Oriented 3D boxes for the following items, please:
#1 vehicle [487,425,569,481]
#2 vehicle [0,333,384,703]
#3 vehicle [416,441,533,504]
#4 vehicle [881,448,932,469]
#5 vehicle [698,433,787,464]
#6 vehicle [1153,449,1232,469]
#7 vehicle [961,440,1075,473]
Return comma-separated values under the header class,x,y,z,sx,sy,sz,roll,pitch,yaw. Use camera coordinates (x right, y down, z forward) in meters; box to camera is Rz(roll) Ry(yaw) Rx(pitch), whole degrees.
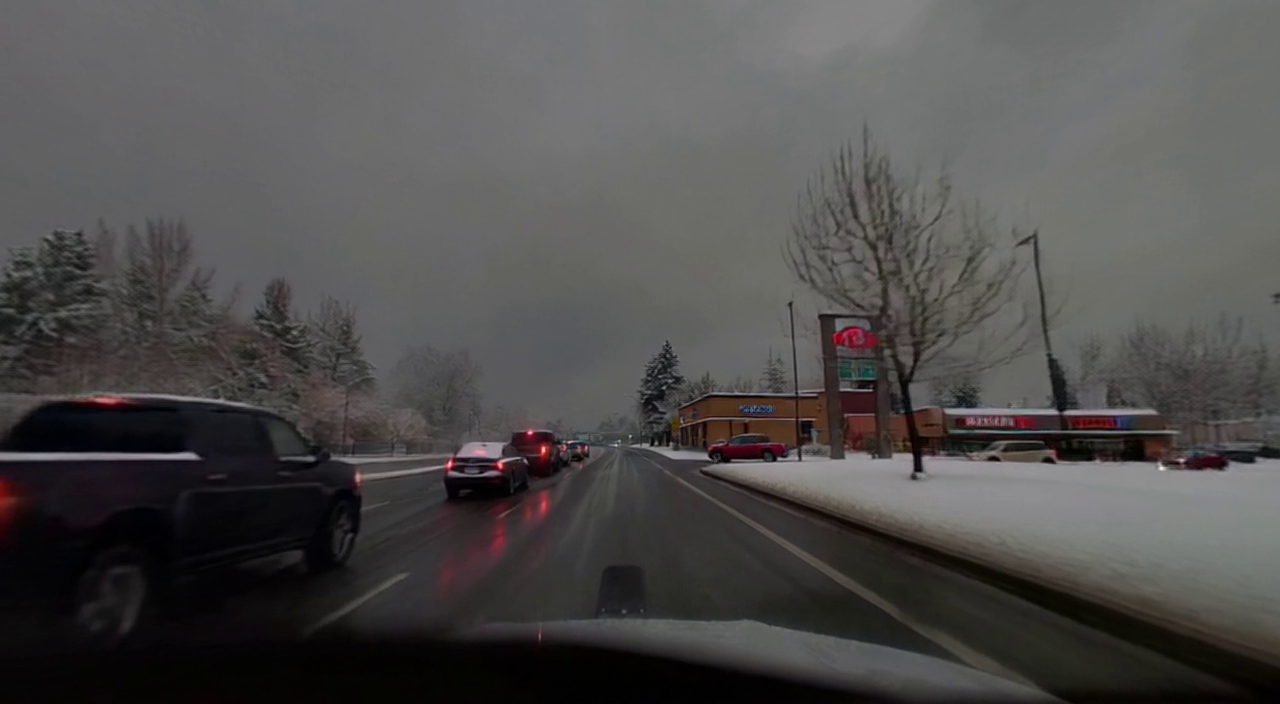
class,x,y,z,sx,sy,sz,roll,pitch,yaw
vehicle,-4.712,4.372,27.501,2.664,2.122,6.124,0,-8,-2
vehicle,-4.145,1.163,4.957,2.222,1.899,5.006,0,-8,-1
vehicle,-4.155,3.082,16.606,2.113,1.446,4.309,0,-8,-3
vehicle,19.383,7.751,45.848,1.646,1.418,3.910,1,-8,-6
vehicle,5.901,5.662,36.692,4.813,1.622,2.110,-2,-11,3
vehicle,41.385,8.033,47.147,1.904,1.443,4.535,0,-9,2
vehicle,21.789,6.041,36.405,5.120,1.817,2.154,-1,-8,8
